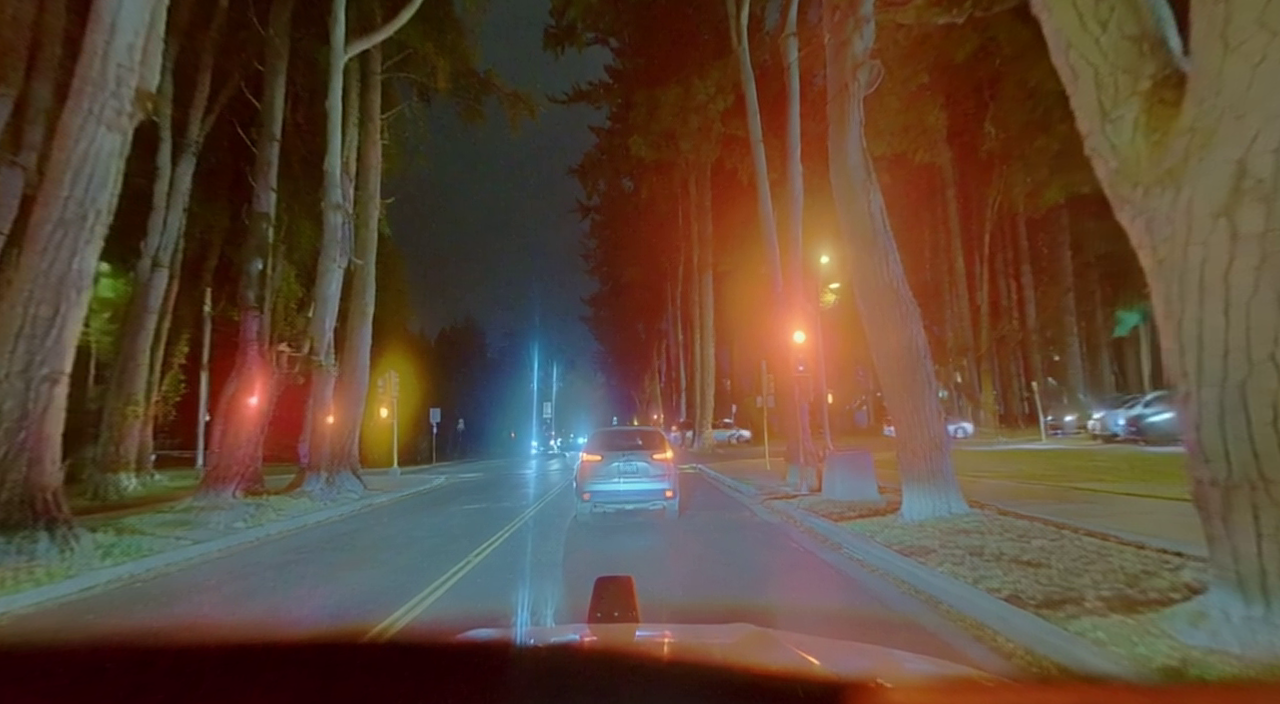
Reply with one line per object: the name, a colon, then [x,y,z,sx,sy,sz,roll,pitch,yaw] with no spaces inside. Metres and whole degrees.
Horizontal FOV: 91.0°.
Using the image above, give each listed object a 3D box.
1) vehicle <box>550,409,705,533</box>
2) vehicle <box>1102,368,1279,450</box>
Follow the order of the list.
vehicle: [-0.149,1.923,10.694,2.142,1.686,3.816,-1,-8,1]
vehicle: [14.458,1.473,15.718,4.104,1.886,1.939,-2,-8,9]
